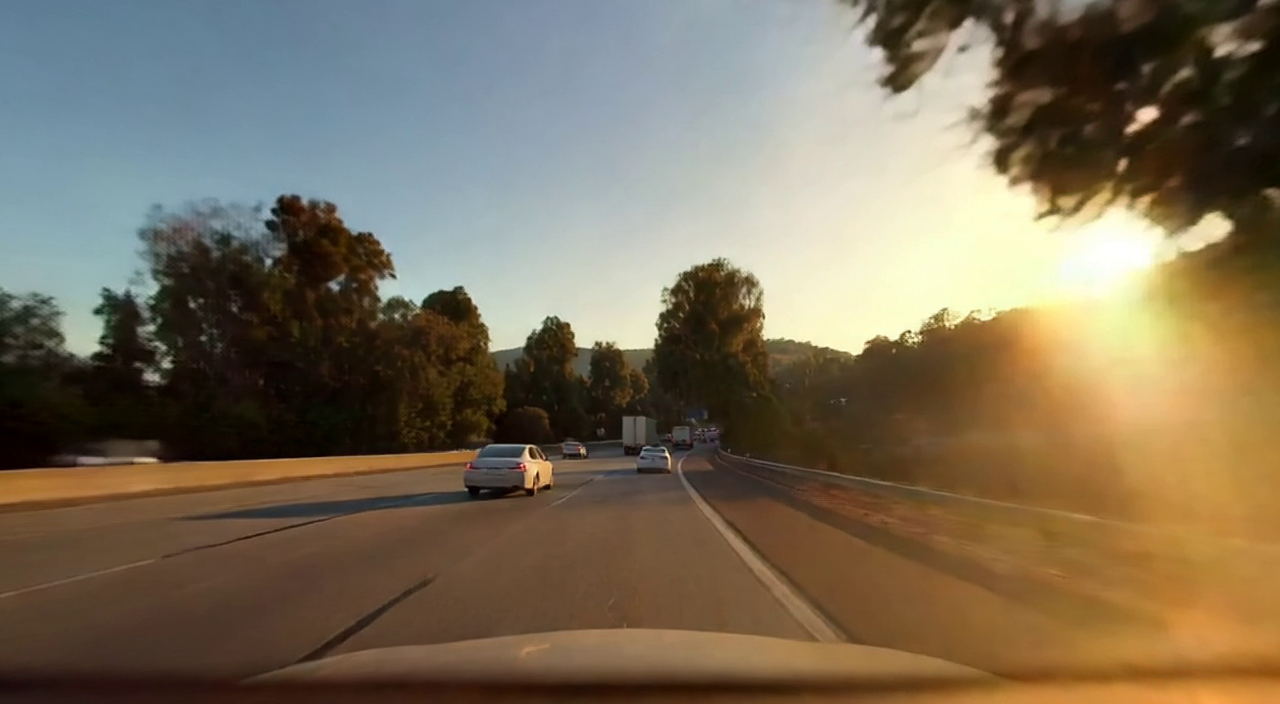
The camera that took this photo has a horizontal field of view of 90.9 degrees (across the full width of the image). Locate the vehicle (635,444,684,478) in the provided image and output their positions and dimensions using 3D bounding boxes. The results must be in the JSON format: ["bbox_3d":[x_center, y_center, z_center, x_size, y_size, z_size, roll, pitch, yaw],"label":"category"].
[{"bbox_3d":[0.852,4.742,27.599,1.984,1.365,3.767,0,-9,2],"label":"vehicle"}]

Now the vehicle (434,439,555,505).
[{"bbox_3d":[-3.612,3.065,16.631,1.916,1.486,4.631,0,-9,2],"label":"vehicle"}]
